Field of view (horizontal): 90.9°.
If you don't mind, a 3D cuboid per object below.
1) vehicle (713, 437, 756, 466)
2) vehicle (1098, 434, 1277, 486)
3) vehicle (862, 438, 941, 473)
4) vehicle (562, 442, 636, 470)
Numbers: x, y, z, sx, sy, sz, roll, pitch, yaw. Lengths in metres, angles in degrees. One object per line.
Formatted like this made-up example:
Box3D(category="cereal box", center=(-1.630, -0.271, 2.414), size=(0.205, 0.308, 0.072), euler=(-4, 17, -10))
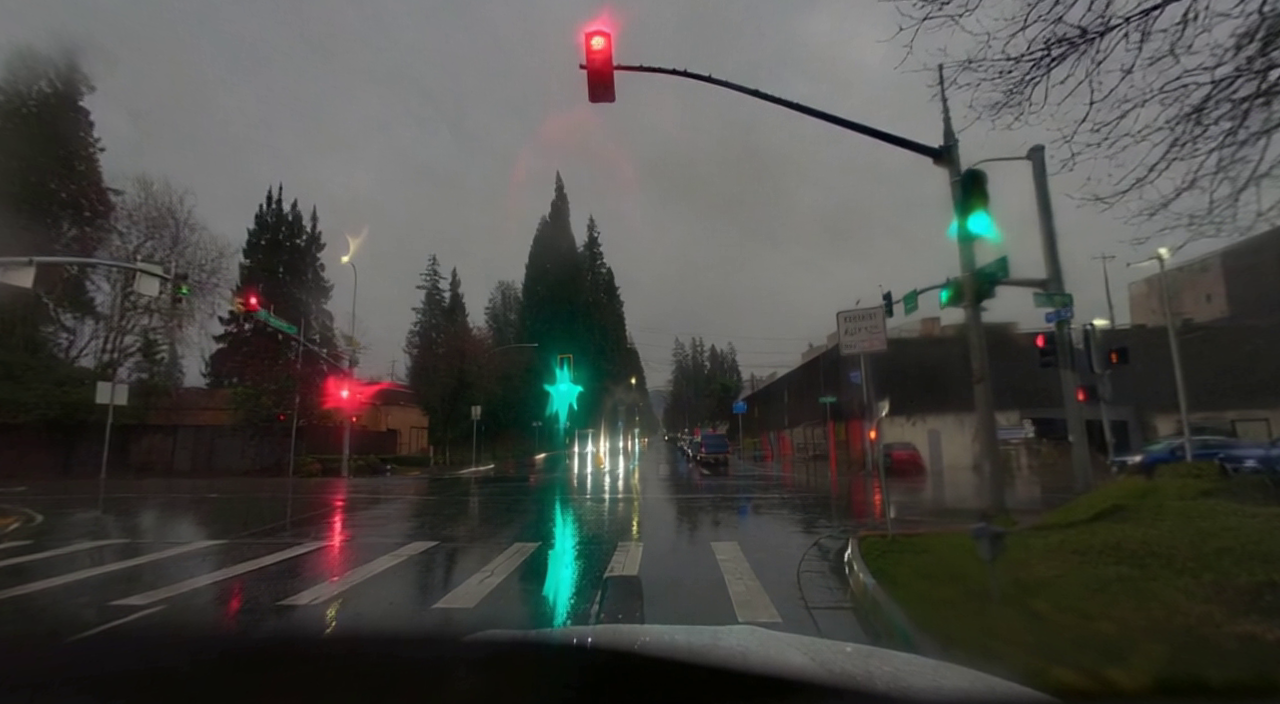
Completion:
Box3D(category="vehicle", center=(6.882, 7.235, 46.109), size=(1.491, 2.041, 2.964), euler=(6, -10, -36))
Box3D(category="vehicle", center=(16.801, 3.320, 19.492), size=(3.876, 1.512, 1.784), euler=(0, -8, -1))
Box3D(category="vehicle", center=(12.411, 5.033, 30.213), size=(1.922, 1.529, 3.964), euler=(0, -11, -2))
Box3D(category="vehicle", center=(-2.458, 6.163, 37.532), size=(3.991, 1.526, 1.868), euler=(-5, -9, 31))
